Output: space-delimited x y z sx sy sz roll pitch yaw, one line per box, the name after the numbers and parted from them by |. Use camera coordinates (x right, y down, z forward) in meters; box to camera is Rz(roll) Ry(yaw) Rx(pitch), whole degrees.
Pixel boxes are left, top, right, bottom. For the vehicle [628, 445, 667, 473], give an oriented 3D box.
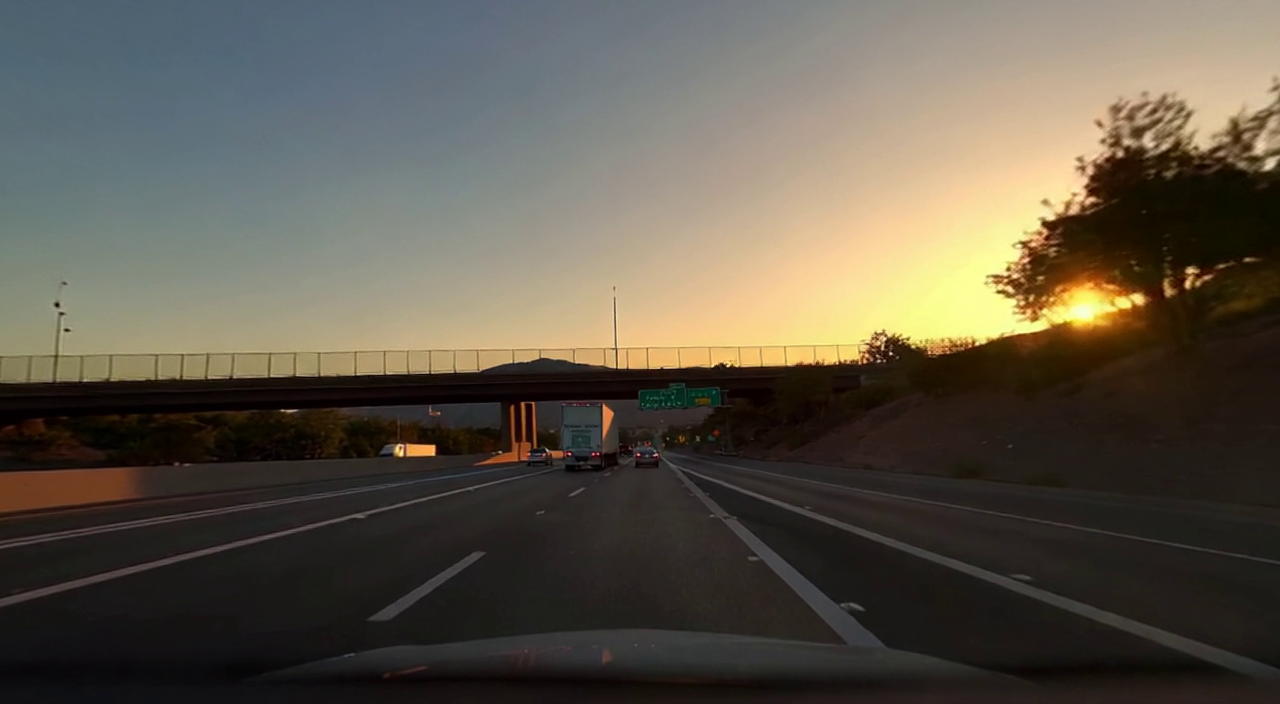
0.402 5.984 35.403 2.066 1.469 4.050 0 -9 0 | vehicle

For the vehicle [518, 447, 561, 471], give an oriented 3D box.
-6.764 7.265 42.945 1.996 1.495 4.671 -1 -9 2 | vehicle

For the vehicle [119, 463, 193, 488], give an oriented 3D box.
-34.983 8.935 45.668 1.835 1.566 4.344 0 -9 1 | vehicle

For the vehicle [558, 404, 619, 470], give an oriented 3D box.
-3.301 6.025 43.868 3.053 3.948 11.288 -1 -9 1 | vehicle
